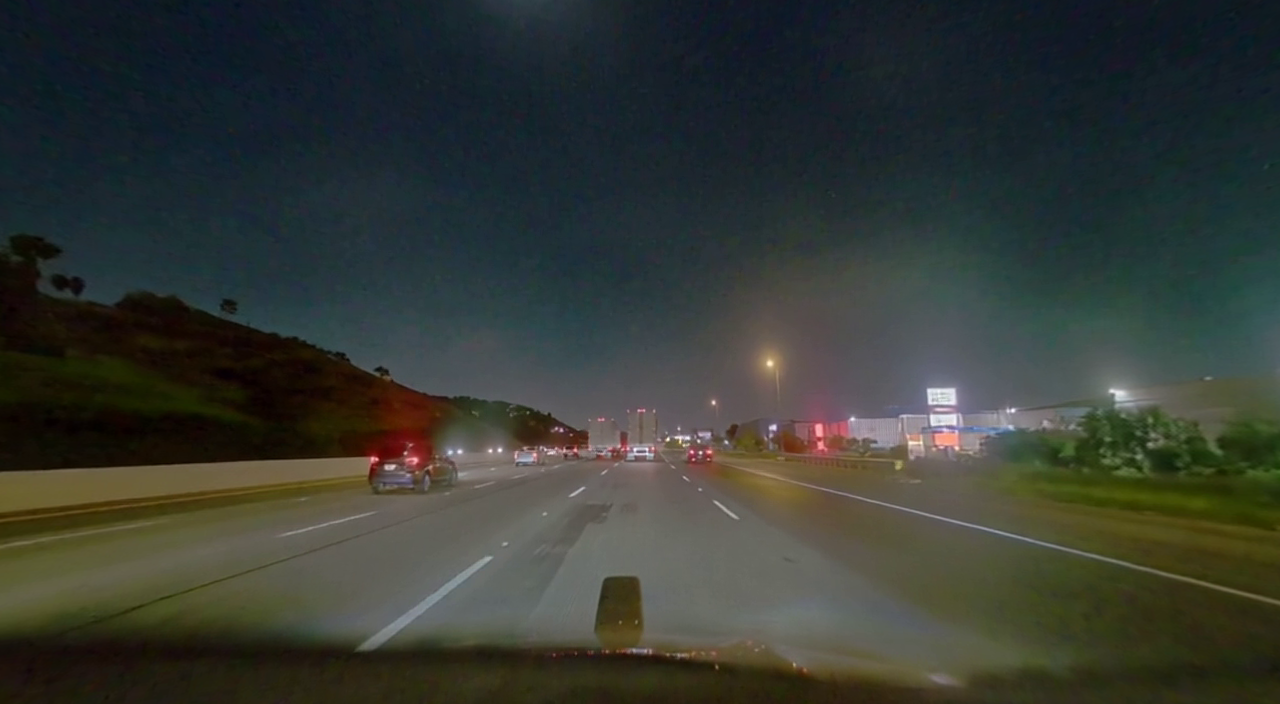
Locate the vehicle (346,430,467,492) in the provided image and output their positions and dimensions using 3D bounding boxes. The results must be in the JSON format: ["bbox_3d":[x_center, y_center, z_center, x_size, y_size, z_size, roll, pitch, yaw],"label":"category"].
[{"bbox_3d":[-7.280,3.451,20.240,2.122,1.754,4.379,0,-9,1],"label":"vehicle"}]

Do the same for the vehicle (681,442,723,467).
[{"bbox_3d":[3.636,6.126,37.855,2.006,1.452,4.246,0,-9,-1],"label":"vehicle"}]

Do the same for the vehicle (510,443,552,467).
[{"bbox_3d":[-6.892,6.572,40.347,1.891,1.460,4.506,0,-9,0],"label":"vehicle"}]

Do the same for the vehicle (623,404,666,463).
[{"bbox_3d":[0.273,6.551,49.940,2.969,4.104,10.906,0,-9,0],"label":"vehicle"}]
